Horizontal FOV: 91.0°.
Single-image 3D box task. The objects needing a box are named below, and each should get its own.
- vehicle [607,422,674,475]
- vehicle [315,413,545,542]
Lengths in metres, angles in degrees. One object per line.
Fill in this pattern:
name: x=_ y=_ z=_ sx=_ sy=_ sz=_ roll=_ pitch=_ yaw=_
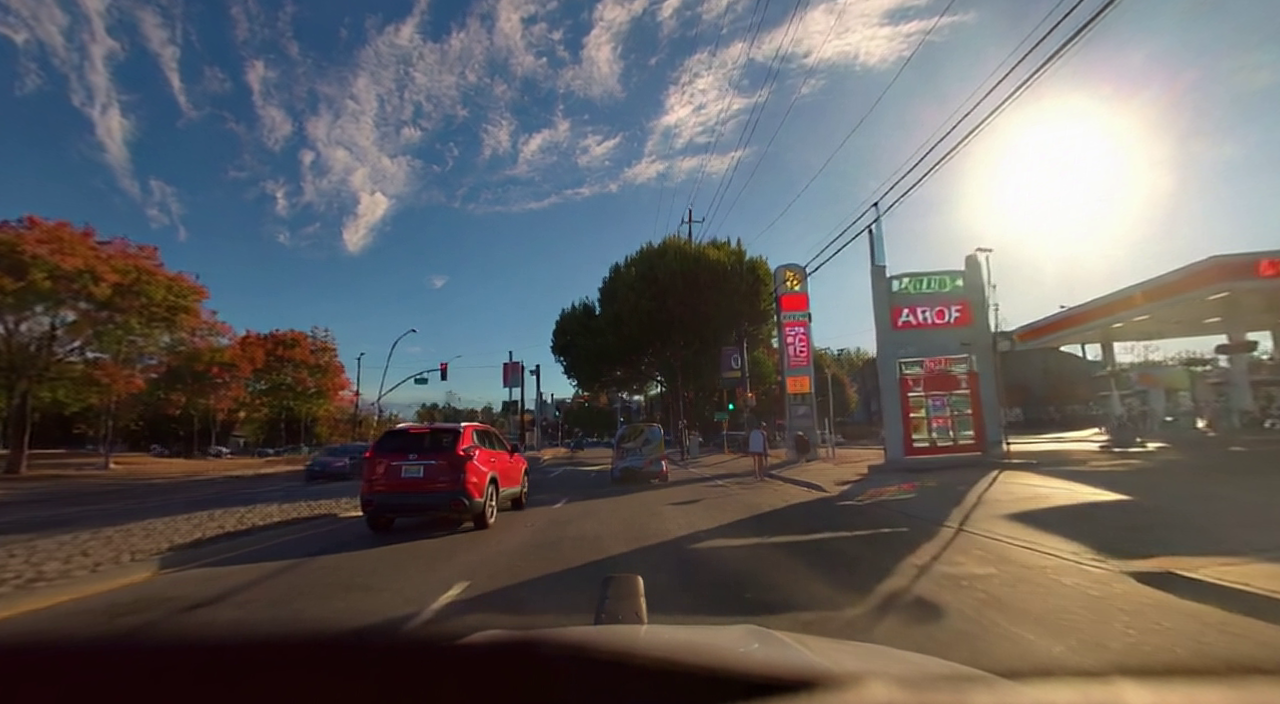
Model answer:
vehicle: x=-0.065 y=4.099 z=26.914 sx=2.552 sy=1.999 sz=5.498 roll=0 pitch=-8 yaw=-2
vehicle: x=-3.233 y=2.075 z=11.062 sx=2.247 sy=1.734 sz=4.919 roll=0 pitch=-8 yaw=1
